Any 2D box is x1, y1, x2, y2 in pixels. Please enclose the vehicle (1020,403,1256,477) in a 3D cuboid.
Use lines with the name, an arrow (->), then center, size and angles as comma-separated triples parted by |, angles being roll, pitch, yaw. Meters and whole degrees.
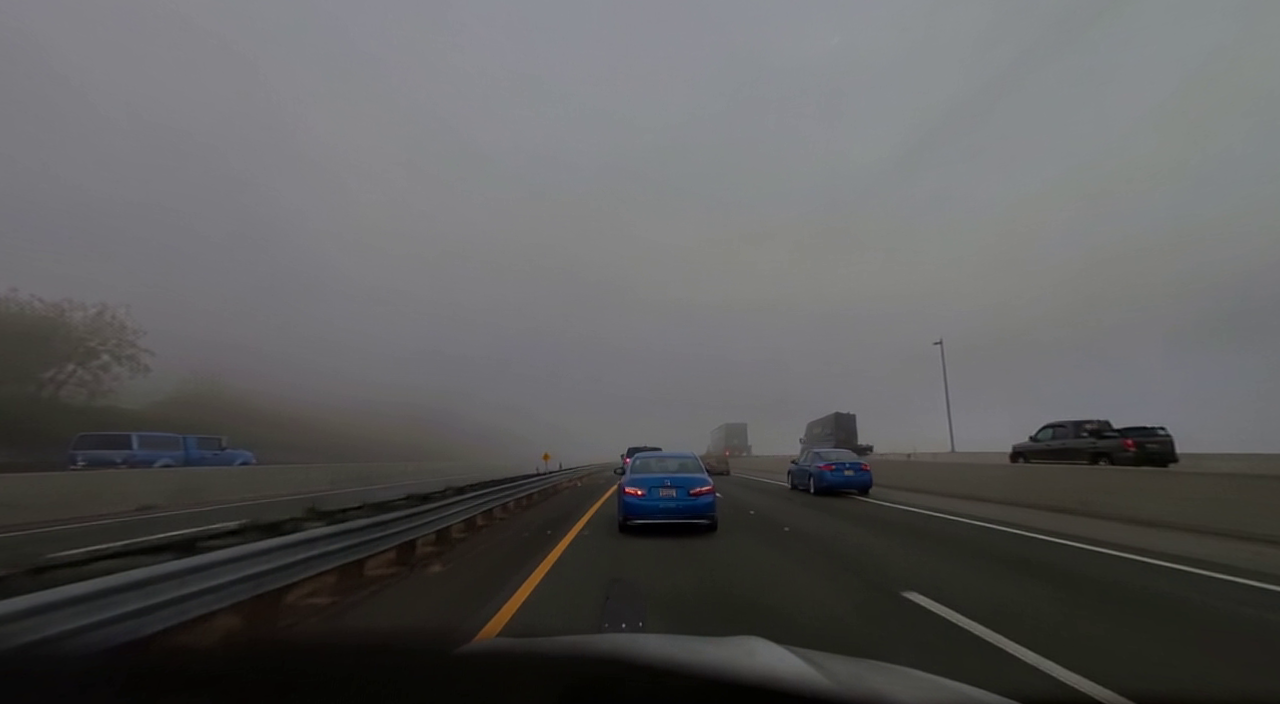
vehicle -> 31.556, 5.917, 41.612 | 2.822, 3.996, 14.073 | 1, -9, -7

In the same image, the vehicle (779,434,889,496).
vehicle -> 6.343, 3.770, 21.274 | 2.177, 1.827, 4.565 | 0, -9, -1

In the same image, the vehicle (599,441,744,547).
vehicle -> 0.418, 2.346, 10.976 | 2.076, 1.485, 3.774 | 0, -9, -1

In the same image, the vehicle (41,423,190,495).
vehicle -> -33.512, 6.838, 40.851 | 2.902, 3.981, 7.819 | -3, -8, 0
